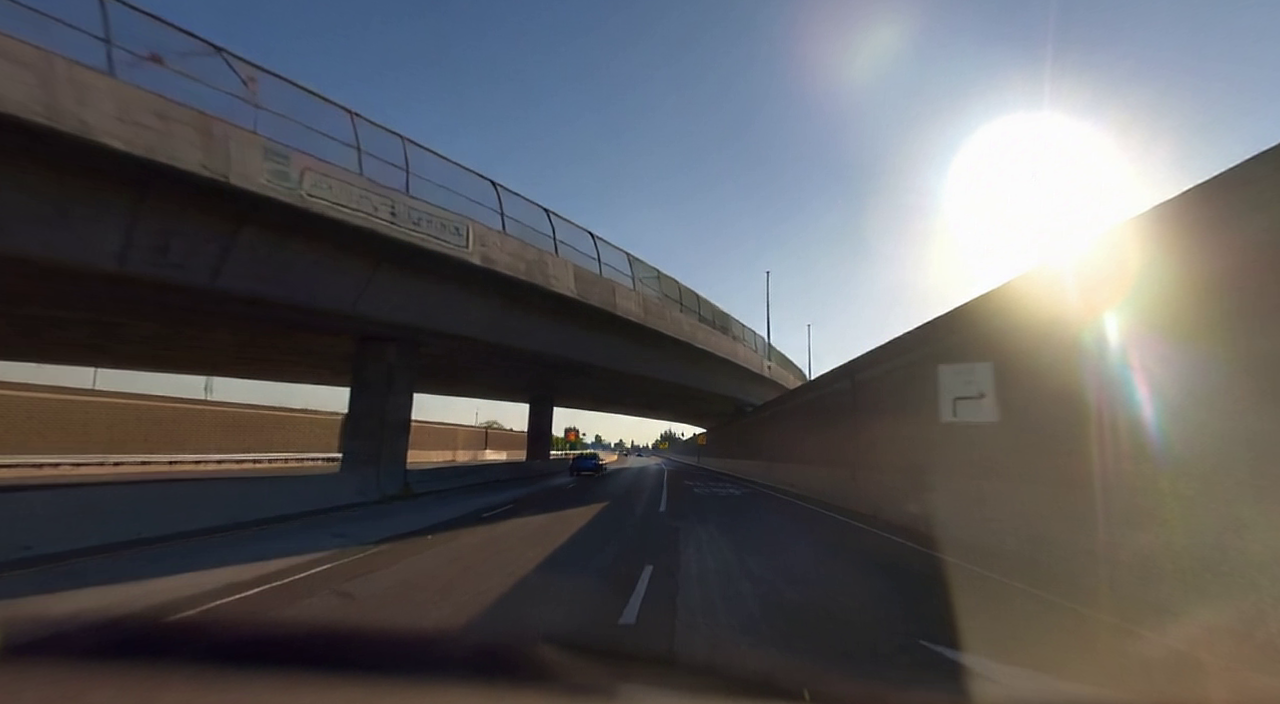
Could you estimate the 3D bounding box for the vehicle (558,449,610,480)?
[{"bbox_3d":[-3.045,6.256,35.407,2.172,1.587,4.518,-1,-9,4],"label":"vehicle"}]
